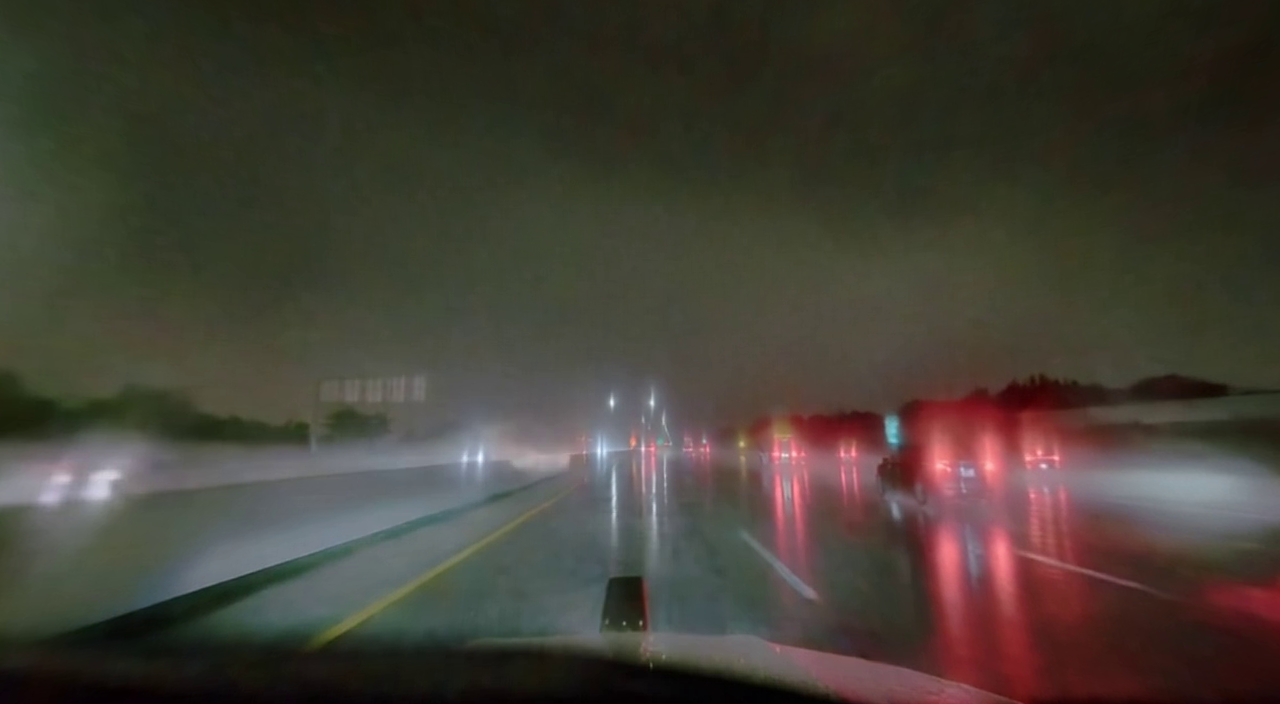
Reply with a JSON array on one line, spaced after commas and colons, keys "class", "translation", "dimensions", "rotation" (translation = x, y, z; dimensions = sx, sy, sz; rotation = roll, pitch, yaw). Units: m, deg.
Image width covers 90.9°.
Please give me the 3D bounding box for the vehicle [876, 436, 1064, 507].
[{"class": "vehicle", "translation": [8.053, 2.938, 16.089], "dimensions": [2.093, 1.525, 4.865], "rotation": [0, -8, -1]}]
